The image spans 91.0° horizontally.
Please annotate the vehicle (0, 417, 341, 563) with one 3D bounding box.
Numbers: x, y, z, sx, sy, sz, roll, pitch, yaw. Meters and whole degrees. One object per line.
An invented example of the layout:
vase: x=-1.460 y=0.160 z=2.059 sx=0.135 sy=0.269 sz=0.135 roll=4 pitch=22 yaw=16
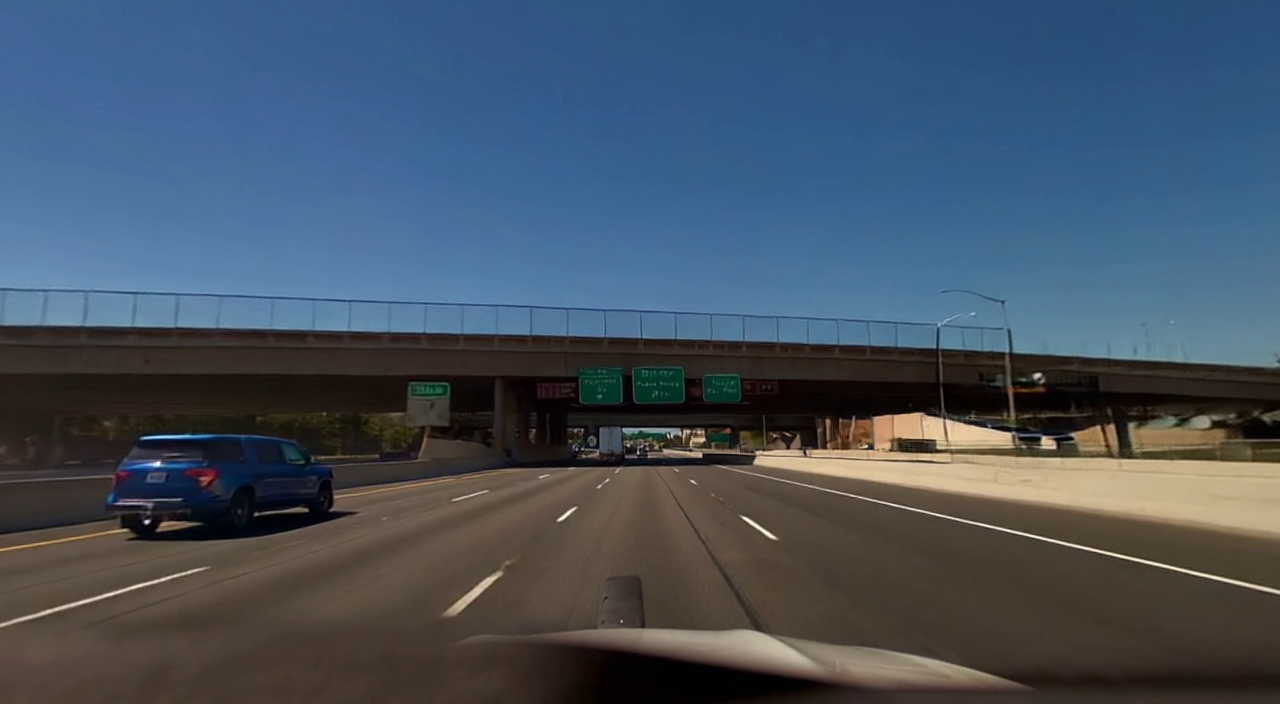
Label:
vehicle: x=-6.995 y=2.012 z=9.954 sx=2.168 sy=1.729 sz=4.724 roll=0 pitch=-9 yaw=0
